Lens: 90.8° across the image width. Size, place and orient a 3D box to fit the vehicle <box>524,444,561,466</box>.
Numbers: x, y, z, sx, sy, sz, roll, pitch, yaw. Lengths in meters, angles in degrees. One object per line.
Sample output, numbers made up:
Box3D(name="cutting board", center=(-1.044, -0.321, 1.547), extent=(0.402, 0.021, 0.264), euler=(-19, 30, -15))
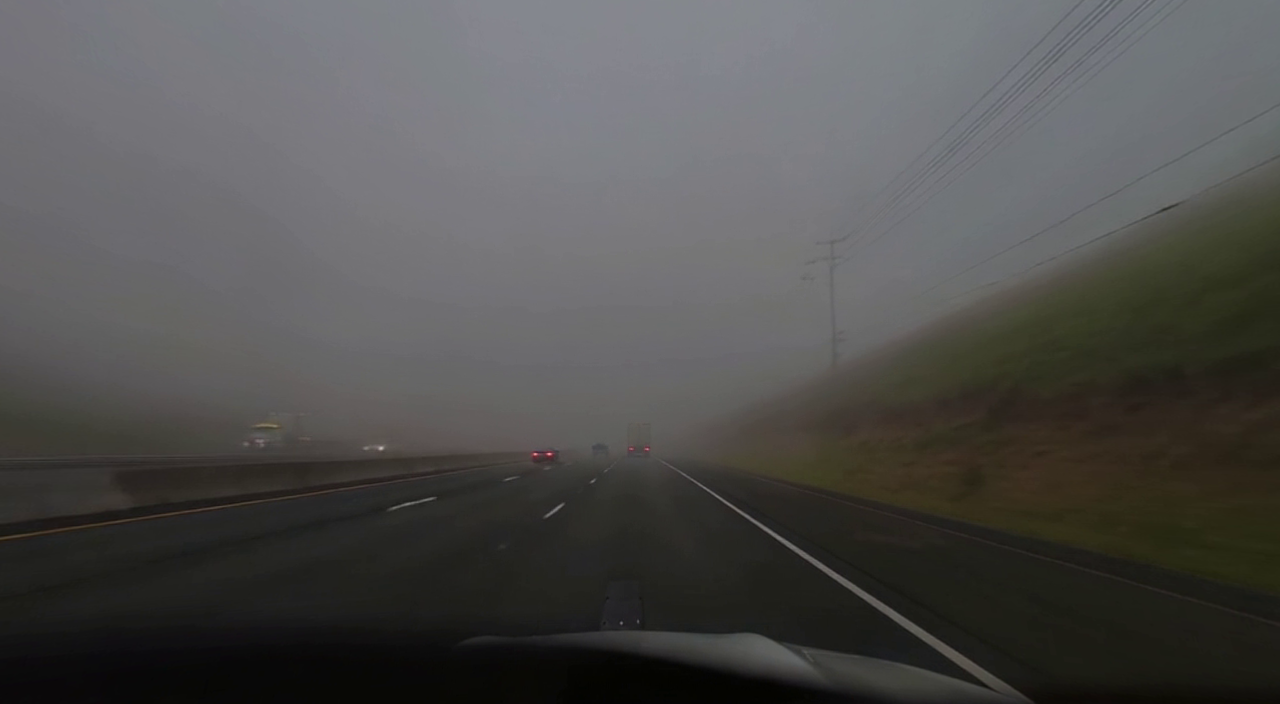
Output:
Box3D(name="vehicle", center=(-7.246, 7.768, 47.440), extent=(2.066, 1.558, 4.607), euler=(0, -9, 0))
